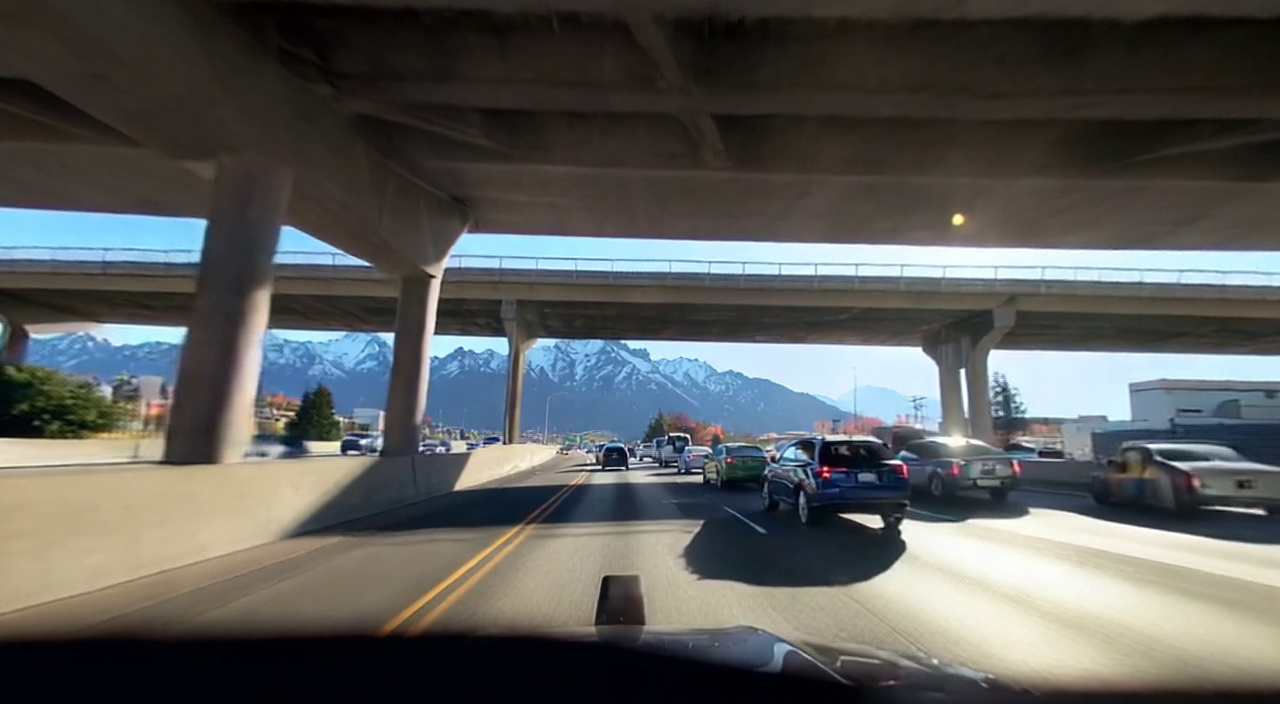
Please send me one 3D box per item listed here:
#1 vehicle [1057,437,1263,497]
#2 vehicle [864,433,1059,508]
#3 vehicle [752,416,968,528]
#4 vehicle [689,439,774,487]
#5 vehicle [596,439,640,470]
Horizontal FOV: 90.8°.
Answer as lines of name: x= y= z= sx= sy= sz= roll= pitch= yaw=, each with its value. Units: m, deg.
vehicle: x=14.353 y=3.176 z=17.874 sx=1.866 sy=1.454 sz=4.434 roll=0 pitch=-8 yaw=-3
vehicle: x=7.609 y=2.847 z=15.765 sx=2.025 sy=1.525 sz=5.211 roll=0 pitch=-8 yaw=-1
vehicle: x=3.938 y=2.255 z=12.561 sx=2.276 sy=1.739 sz=5.040 roll=0 pitch=-8 yaw=-3
vehicle: x=3.042 y=3.809 z=22.092 sx=2.074 sy=1.455 sz=4.646 roll=0 pitch=-8 yaw=-3
vehicle: x=-1.219 y=5.547 z=34.281 sx=2.266 sy=1.549 sz=3.978 roll=0 pitch=-8 yaw=-2
